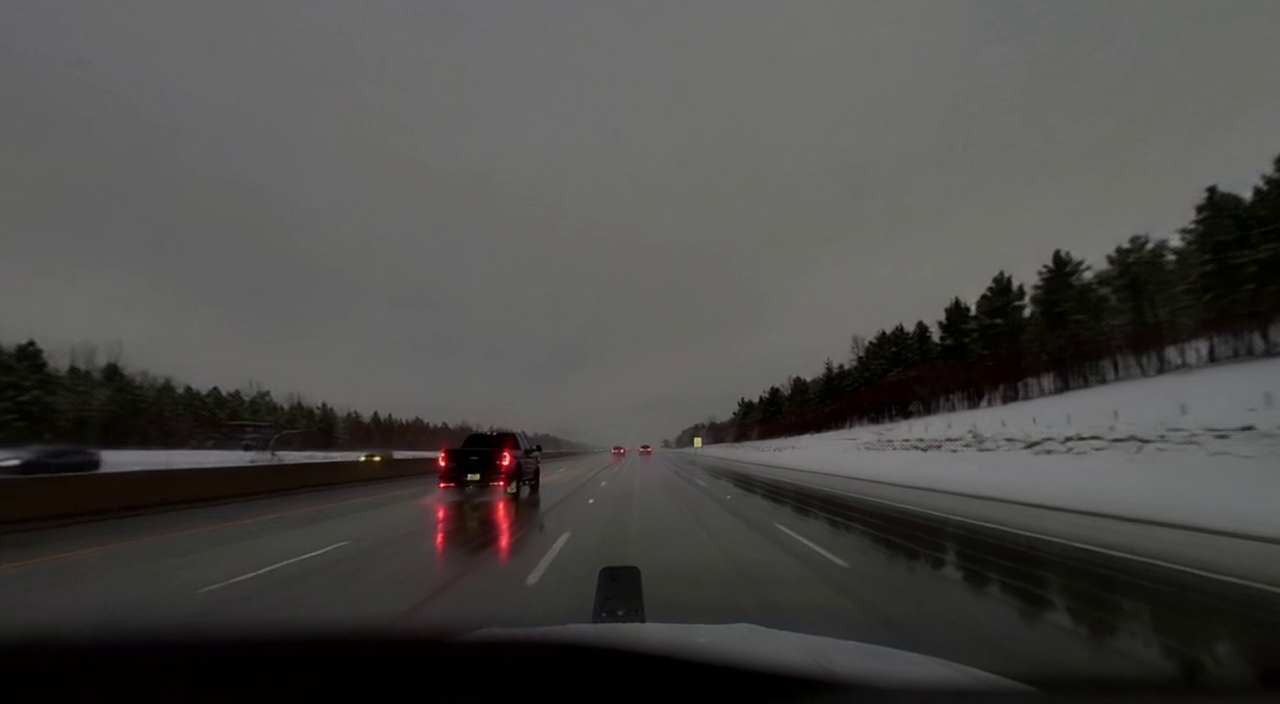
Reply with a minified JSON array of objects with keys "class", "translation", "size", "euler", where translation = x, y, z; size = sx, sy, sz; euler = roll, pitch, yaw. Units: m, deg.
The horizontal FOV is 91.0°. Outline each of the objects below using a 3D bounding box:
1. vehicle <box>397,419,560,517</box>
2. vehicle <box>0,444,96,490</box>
[{"class":"vehicle","translation":[-3.542,2.705,15.228],"size":[2.379,1.918,5.504],"euler":[0,-9,1]},{"class":"vehicle","translation":[-29.084,5.246,29.016],"size":[2.420,1.974,6.229],"euler":[0,-9,0]}]
